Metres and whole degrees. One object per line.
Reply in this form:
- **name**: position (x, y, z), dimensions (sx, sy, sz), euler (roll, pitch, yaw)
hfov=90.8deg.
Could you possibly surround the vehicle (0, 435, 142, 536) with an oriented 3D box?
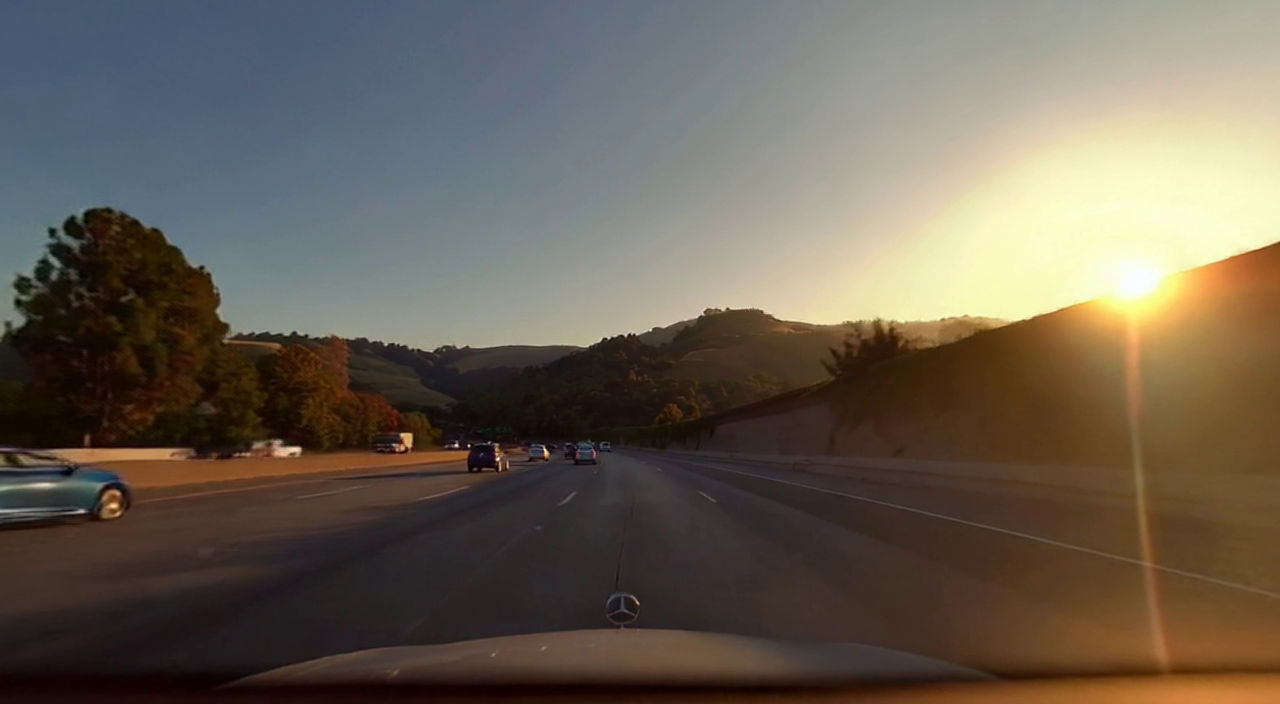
- **vehicle**: position (-10.431, 1.999, 9.537), dimensions (1.949, 1.475, 4.740), euler (0, -9, 0)

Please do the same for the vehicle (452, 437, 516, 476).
- **vehicle**: position (-7.752, 5.234, 31.884), dimensions (2.074, 1.768, 4.805), euler (0, -9, -1)

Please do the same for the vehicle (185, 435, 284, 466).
- **vehicle**: position (-27.025, 6.615, 42.488), dimensions (2.526, 1.908, 6.156), euler (0, -9, 0)

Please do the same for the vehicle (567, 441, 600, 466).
- **vehicle**: position (-4.050, 7.342, 45.834), dimensions (2.115, 1.713, 4.263), euler (0, -9, -2)
